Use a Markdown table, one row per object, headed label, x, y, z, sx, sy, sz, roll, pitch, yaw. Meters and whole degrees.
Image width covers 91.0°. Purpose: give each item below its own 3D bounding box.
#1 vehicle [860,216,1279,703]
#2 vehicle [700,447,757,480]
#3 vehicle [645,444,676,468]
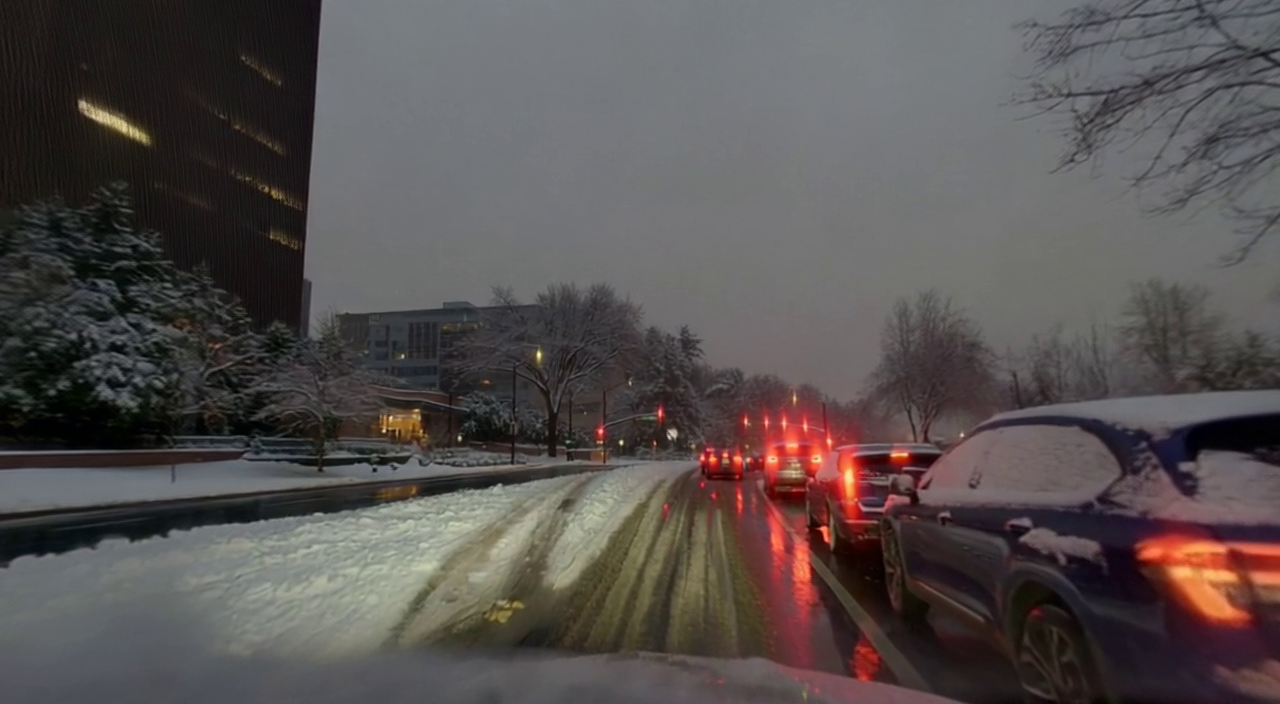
| label | x | y | z | sx | sy | sz | roll | pitch | yaw |
| --- | --- | --- | --- | --- | --- | --- | --- | --- | --- |
| vehicle | 2.469 | 0.884 | 2.715 | 2.092 | 1.703 | 4.870 | -2 | -9 | 11 |
| vehicle | 4.331 | 5.499 | 31.360 | 2.183 | 1.553 | 3.923 | 0 | -9 | -1 |
| vehicle | 1.667 | 8.014 | 48.719 | 2.121 | 1.728 | 4.161 | -1 | -9 | 6 |
